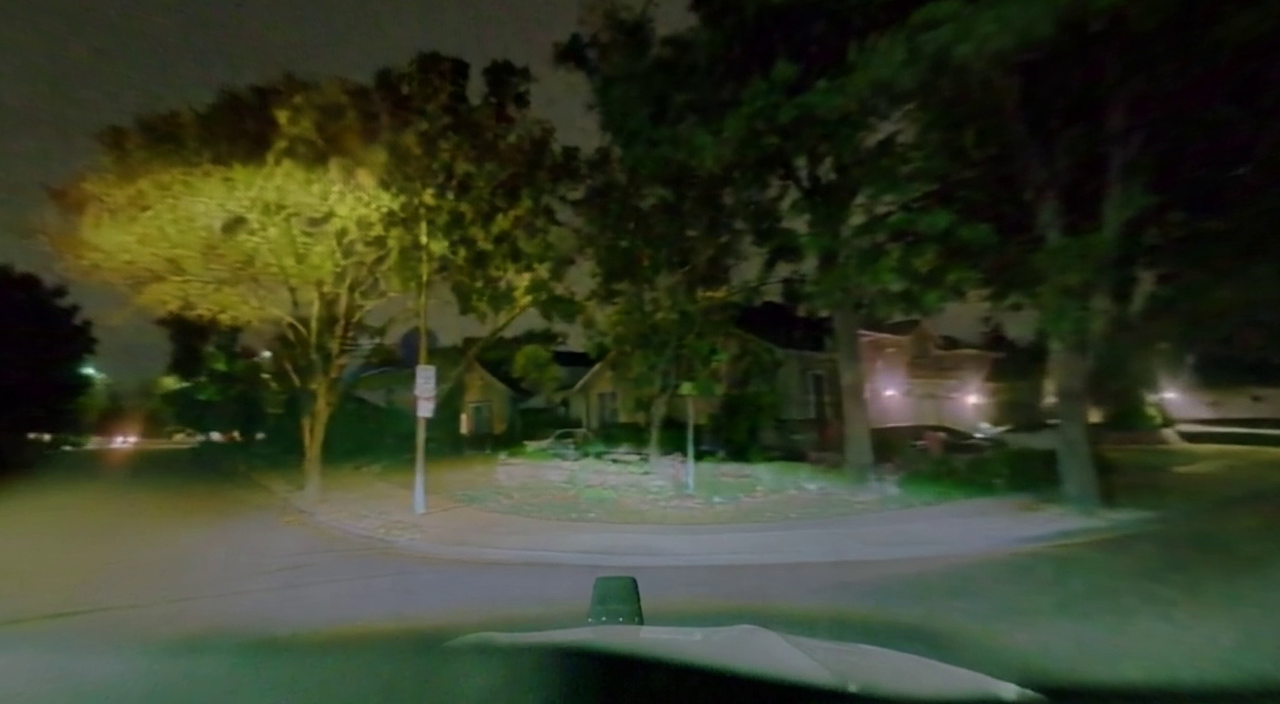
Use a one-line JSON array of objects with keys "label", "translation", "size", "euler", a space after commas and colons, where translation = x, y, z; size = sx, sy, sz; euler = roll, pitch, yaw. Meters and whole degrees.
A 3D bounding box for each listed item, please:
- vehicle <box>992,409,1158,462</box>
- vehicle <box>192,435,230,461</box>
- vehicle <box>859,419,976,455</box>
[{"label": "vehicle", "translation": [15.915, 3.126, 23.387], "size": [1.918, 1.745, 4.559], "euler": [6, -10, -36]}, {"label": "vehicle", "translation": [-30.018, 6.691, 44.136], "size": [2.018, 1.665, 4.226], "euler": [6, -10, -35]}, {"label": "vehicle", "translation": [12.513, 3.897, 28.766], "size": [1.855, 1.470, 4.531], "euler": [6, -10, -34]}]
